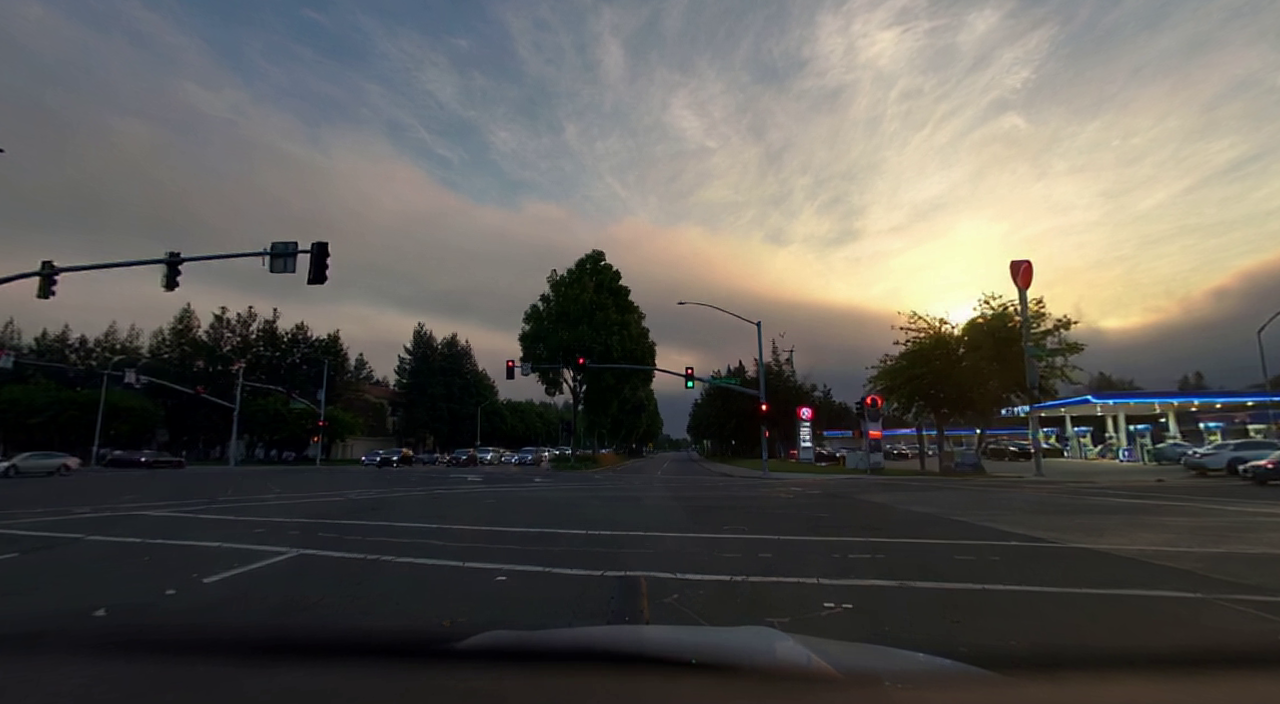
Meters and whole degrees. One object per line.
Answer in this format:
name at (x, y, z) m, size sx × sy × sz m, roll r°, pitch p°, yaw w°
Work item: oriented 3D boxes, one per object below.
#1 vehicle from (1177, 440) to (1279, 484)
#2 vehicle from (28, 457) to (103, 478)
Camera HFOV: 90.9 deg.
vehicle at (22.089, 3.785, 21.843) m, size 4.716 × 1.455 × 2.060 m, roll -3°, pitch -9°, yaw 17°
vehicle at (-42.308, 8.481, 46.447) m, size 4.465 × 1.469 × 1.971 m, roll -3°, pitch -9°, yaw 17°
